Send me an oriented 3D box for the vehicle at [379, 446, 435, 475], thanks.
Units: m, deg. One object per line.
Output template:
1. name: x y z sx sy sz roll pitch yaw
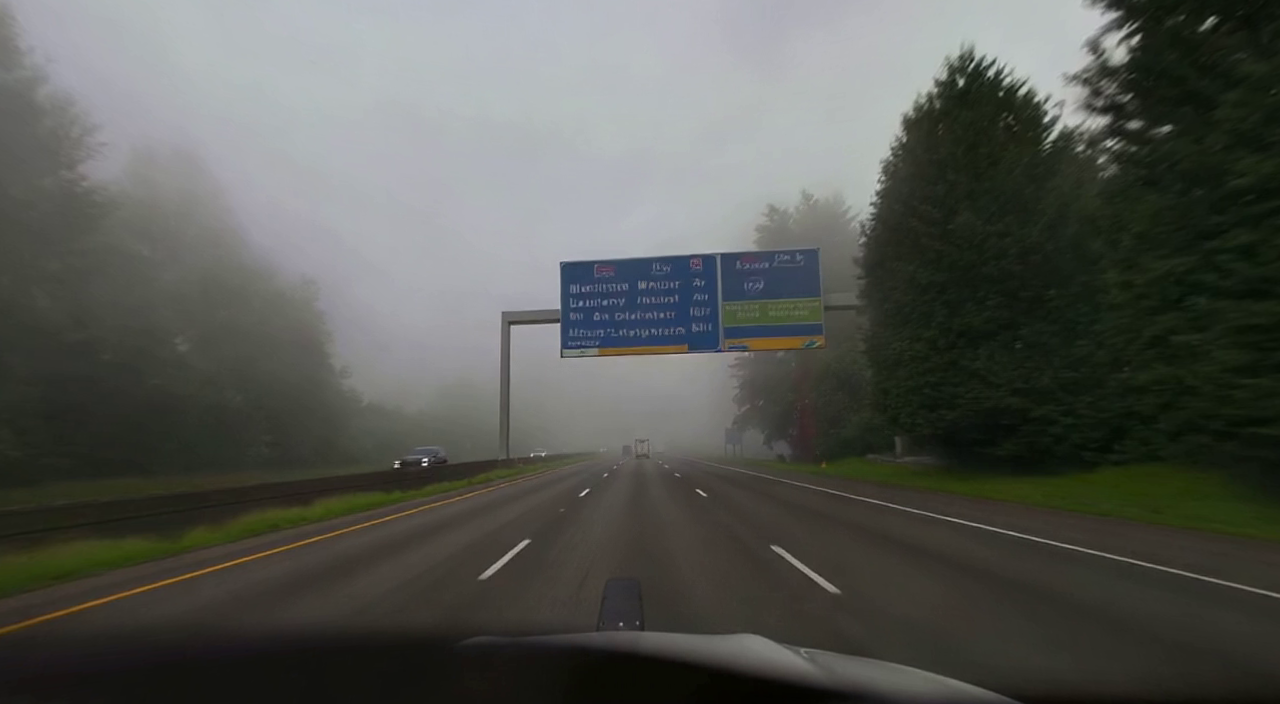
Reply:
1. vehicle: -14.351 6.683 39.061 1.859 1.707 4.177 0 -9 0
